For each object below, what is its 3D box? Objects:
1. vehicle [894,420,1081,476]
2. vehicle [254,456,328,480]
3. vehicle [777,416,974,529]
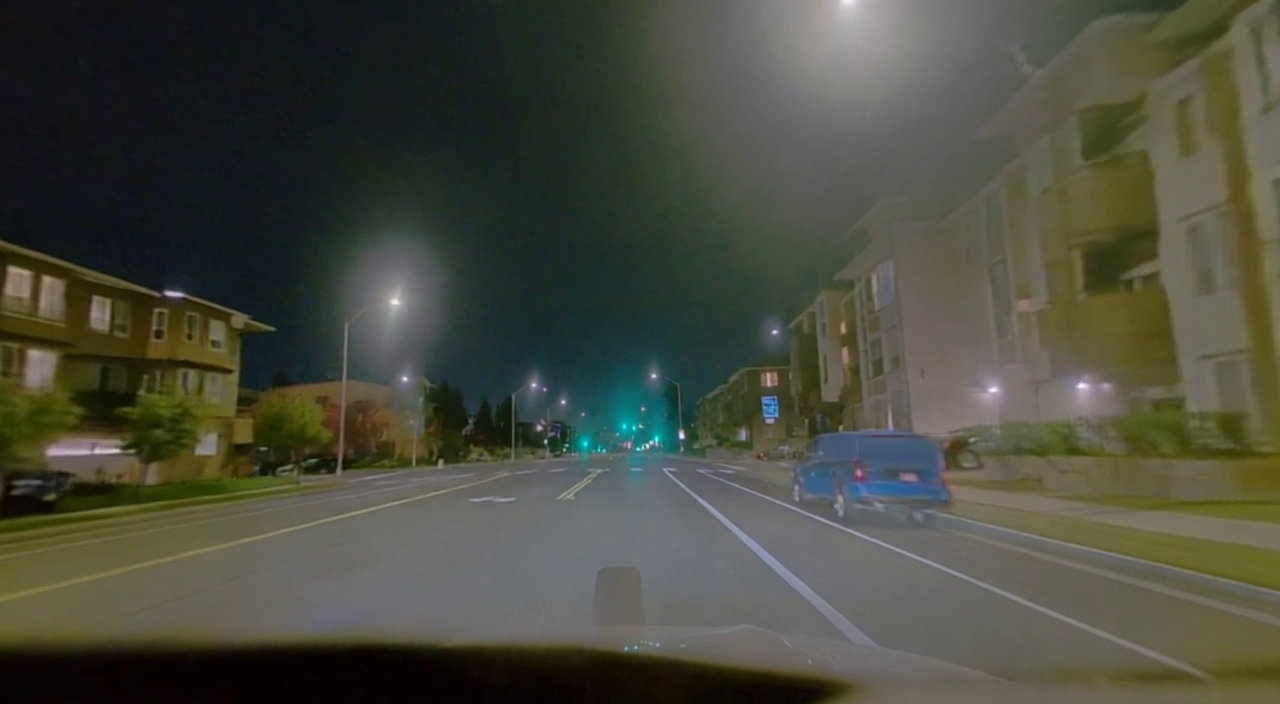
[{"bbox_3d":[12.114,3.383,22.275,5.202,1.730,2.357,-1,-9,-5],"label":"vehicle"},{"bbox_3d":[-22.787,7.596,41.344,3.687,1.465,1.855,0,-8,-1],"label":"vehicle"},{"bbox_3d":[4.438,2.359,12.937,2.052,1.859,4.778,0,-9,-2],"label":"vehicle"}]
